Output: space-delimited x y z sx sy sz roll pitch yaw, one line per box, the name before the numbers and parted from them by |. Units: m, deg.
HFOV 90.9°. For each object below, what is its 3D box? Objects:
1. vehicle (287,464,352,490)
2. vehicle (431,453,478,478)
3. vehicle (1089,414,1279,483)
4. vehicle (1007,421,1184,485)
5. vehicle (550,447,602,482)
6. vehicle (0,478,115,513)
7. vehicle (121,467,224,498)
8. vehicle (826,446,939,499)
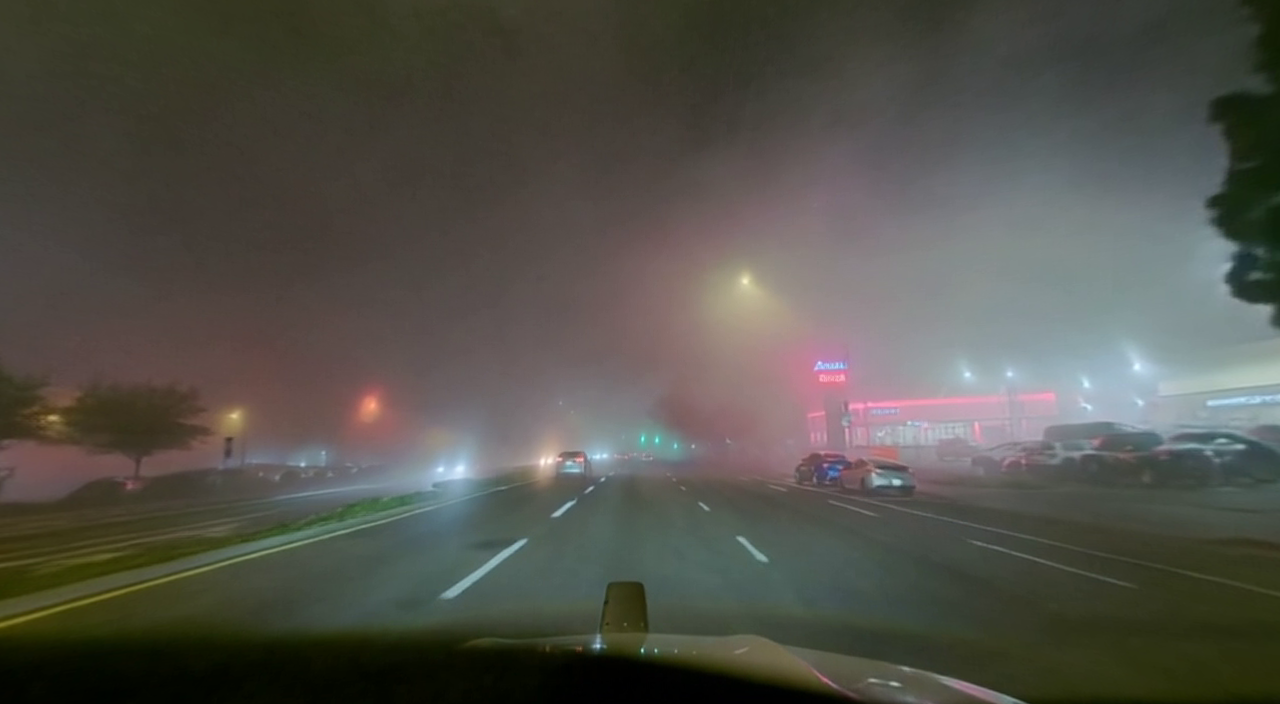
vehicle | -21.963 8.598 43.459 1.955 1.447 4.911 -3 -9 0
vehicle | -12.018 7.325 41.020 1.797 1.510 3.919 -1 -9 1
vehicle | 16.009 2.867 18.752 1.984 1.774 4.406 0 -9 -1
vehicle | 13.449 3.046 19.069 1.916 1.683 4.516 0 -9 0
vehicle | -2.812 5.075 28.633 1.926 1.442 4.231 0 -9 0
vehicle | -30.113 7.334 32.375 4.640 1.477 1.892 6 -12 -37
vehicle | -29.648 8.209 40.029 4.947 1.683 1.968 8 -12 -42
vehicle | 7.364 3.655 19.644 1.799 1.399 4.317 -1 -8 0
